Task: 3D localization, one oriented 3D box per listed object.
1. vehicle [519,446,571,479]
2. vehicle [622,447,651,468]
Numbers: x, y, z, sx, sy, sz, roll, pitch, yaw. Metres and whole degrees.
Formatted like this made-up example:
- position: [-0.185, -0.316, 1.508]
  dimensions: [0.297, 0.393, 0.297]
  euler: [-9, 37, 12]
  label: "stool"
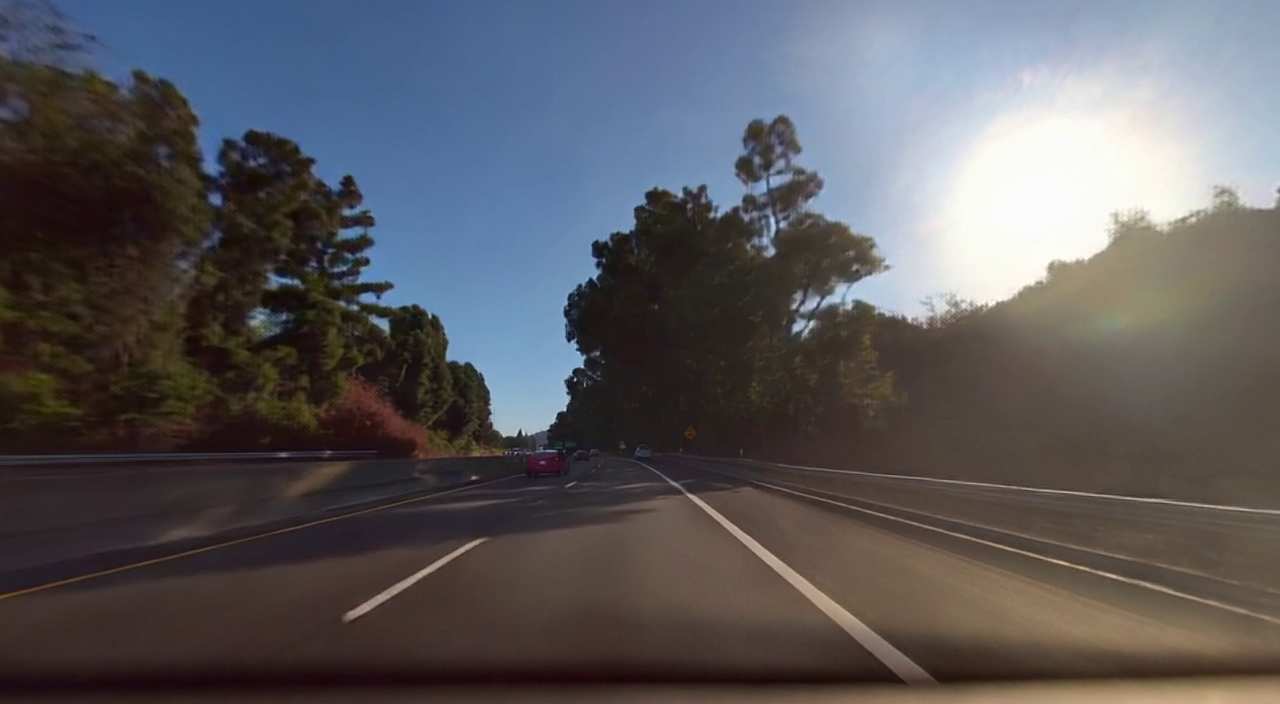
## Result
- position: [-4.651, 5.470, 31.527]
  dimensions: [1.957, 1.499, 4.965]
  euler: [0, -9, -1]
  label: "vehicle"
- position: [-0.300, 7.838, 47.127]
  dimensions: [2.031, 1.483, 3.417]
  euler: [0, -9, -3]
  label: "vehicle"
